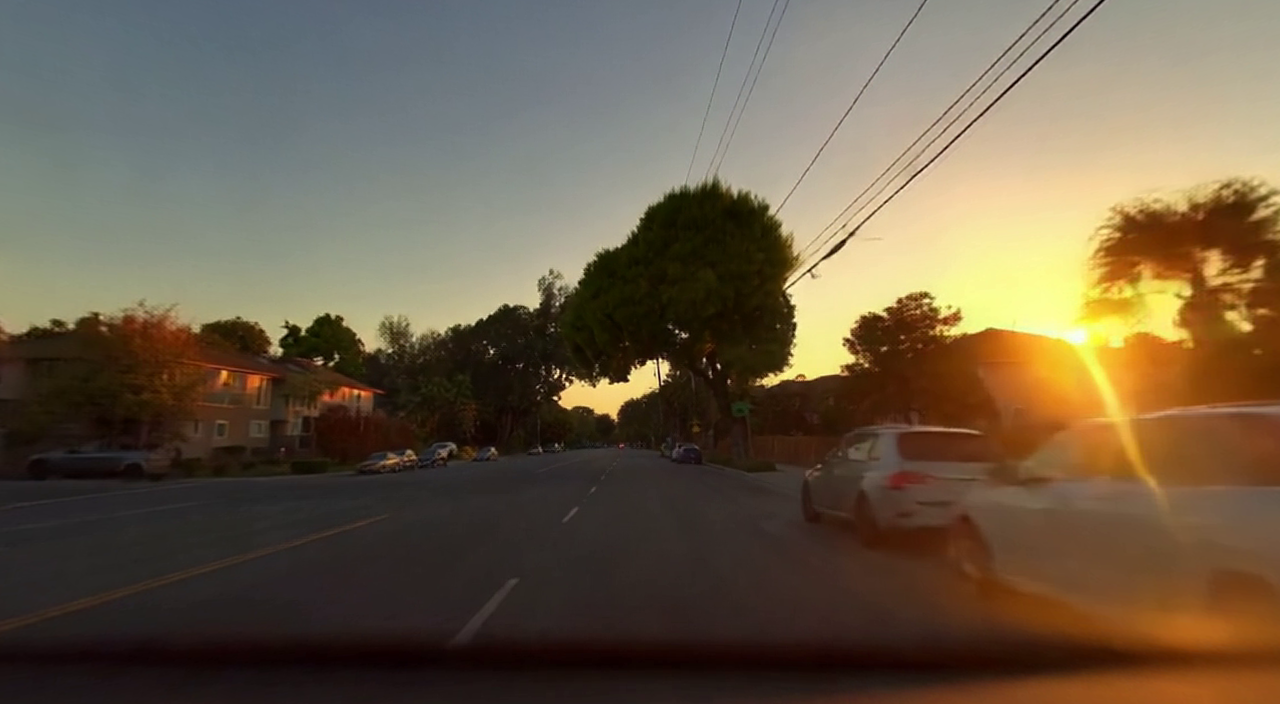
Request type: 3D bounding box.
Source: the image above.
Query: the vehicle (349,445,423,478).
[{"bbox_3d":[-13.732,5.912,34.431,2.131,1.492,4.310,-1,-7,2],"label":"vehicle"}]

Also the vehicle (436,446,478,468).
[{"bbox_3d":[-13.739,7.861,47.633,1.921,1.498,4.460,0,-7,-1],"label":"vehicle"}]

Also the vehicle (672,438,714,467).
[{"bbox_3d":[3.356,6.486,40.729,2.221,1.718,5.192,0,-9,0],"label":"vehicle"}]

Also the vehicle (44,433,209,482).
[{"bbox_3d":[-22.732,4.687,28.148,5.386,2.043,2.124,0,-9,-1],"label":"vehicle"}]

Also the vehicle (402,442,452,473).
[{"bbox_3d":[-13.732,6.814,40.978,1.844,1.764,4.183,-1,-7,0],"label":"vehicle"}]

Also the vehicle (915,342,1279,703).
[{"bbox_3d":[3.834,1.058,4.127,1.912,1.790,4.715,0,-9,0],"label":"vehicle"}]
